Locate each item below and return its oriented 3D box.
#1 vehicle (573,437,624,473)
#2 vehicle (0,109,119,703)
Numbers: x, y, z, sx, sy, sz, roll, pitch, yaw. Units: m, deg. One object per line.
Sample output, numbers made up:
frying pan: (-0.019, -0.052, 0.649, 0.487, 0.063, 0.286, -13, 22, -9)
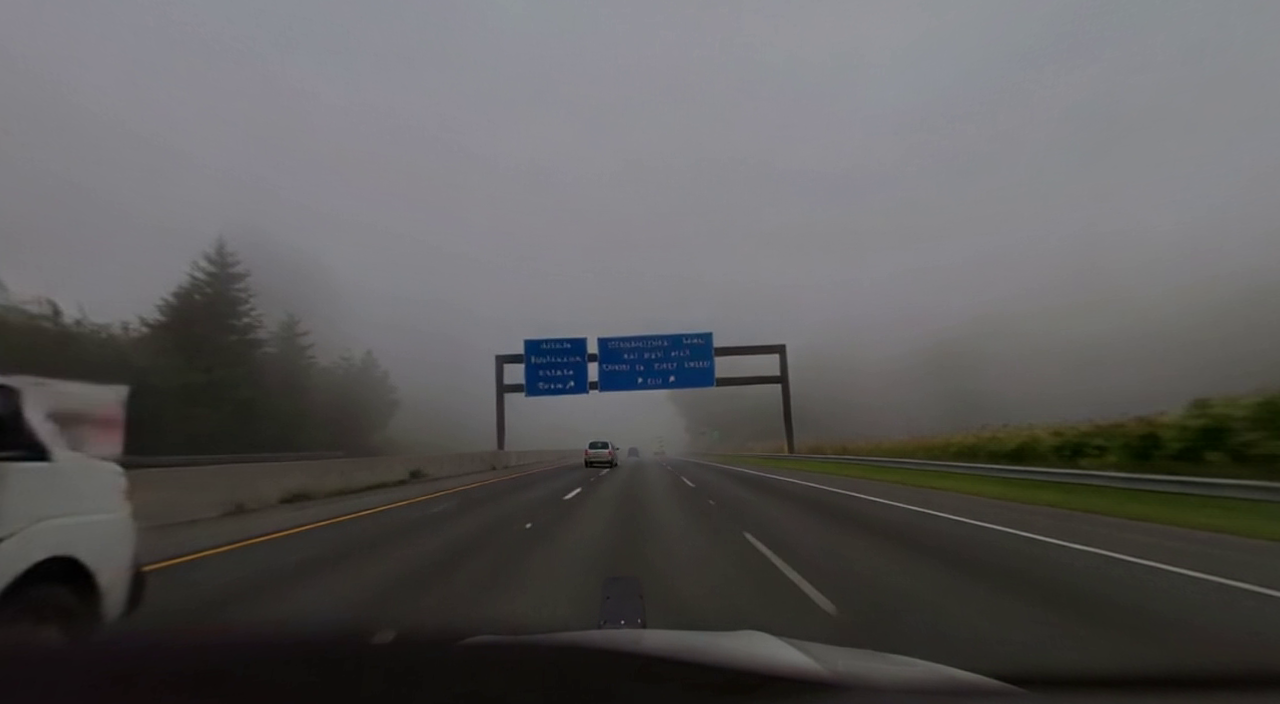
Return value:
vehicle: (-2.016, 5.196, 31.916, 2.183, 1.662, 3.968, 0, -9, 2)
vehicle: (-4.021, -0.069, 0.255, 2.382, 2.736, 5.982, 0, -9, 0)
